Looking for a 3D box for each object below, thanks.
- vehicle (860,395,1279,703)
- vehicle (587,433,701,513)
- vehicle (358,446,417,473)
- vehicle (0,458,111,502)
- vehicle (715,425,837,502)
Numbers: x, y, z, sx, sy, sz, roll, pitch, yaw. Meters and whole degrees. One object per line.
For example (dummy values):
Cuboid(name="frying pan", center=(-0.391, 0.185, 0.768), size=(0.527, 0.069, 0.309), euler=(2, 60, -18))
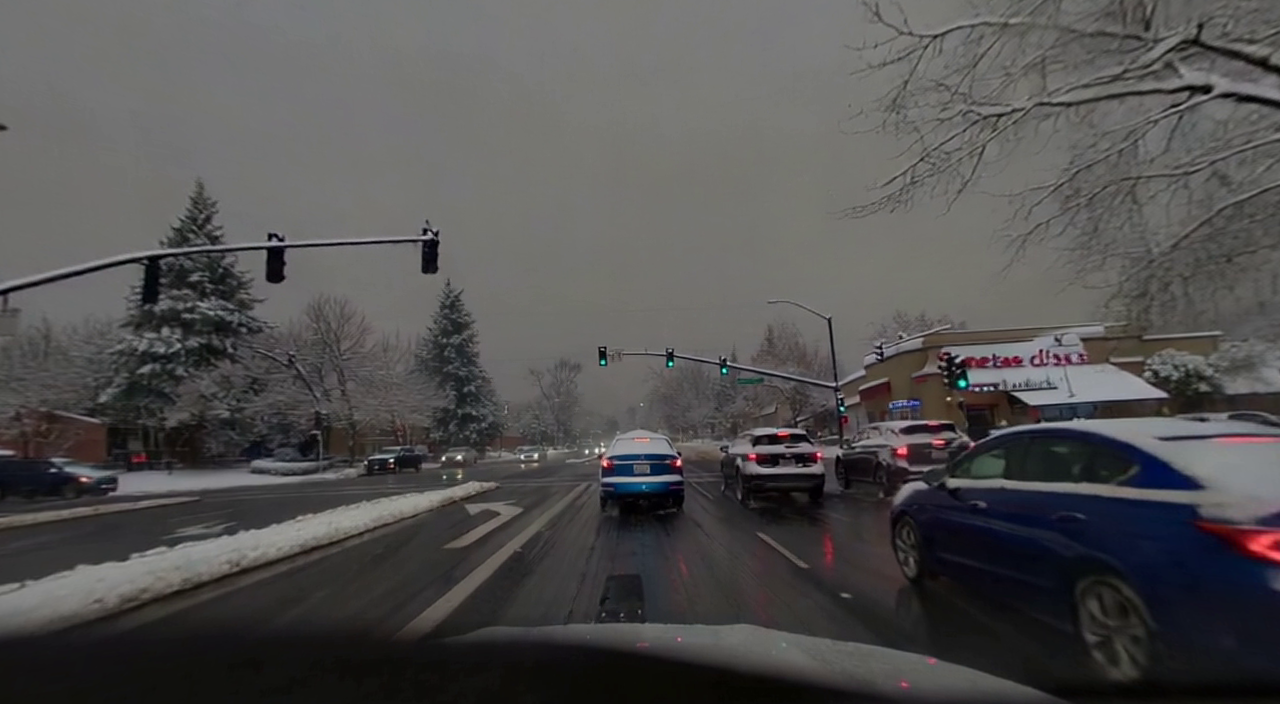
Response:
Cuboid(name="vehicle", center=(3.527, 1.253, 4.940), size=(1.889, 1.473, 4.643), euler=(0, -8, -1))
Cuboid(name="vehicle", center=(0.035, 2.578, 13.945), size=(2.135, 1.468, 4.076), euler=(0, -8, -1))
Cuboid(name="vehicle", center=(-18.736, 7.987, 47.234), size=(2.324, 1.911, 5.610), euler=(0, -8, -3))
Cuboid(name="vehicle", center=(-26.136, 5.469, 27.131), size=(4.780, 1.669, 2.232), euler=(-1, -8, -2))
Cuboid(name="vehicle", center=(3.224, 2.770, 16.065), size=(1.973, 1.633, 4.717), euler=(0, -8, -1))
